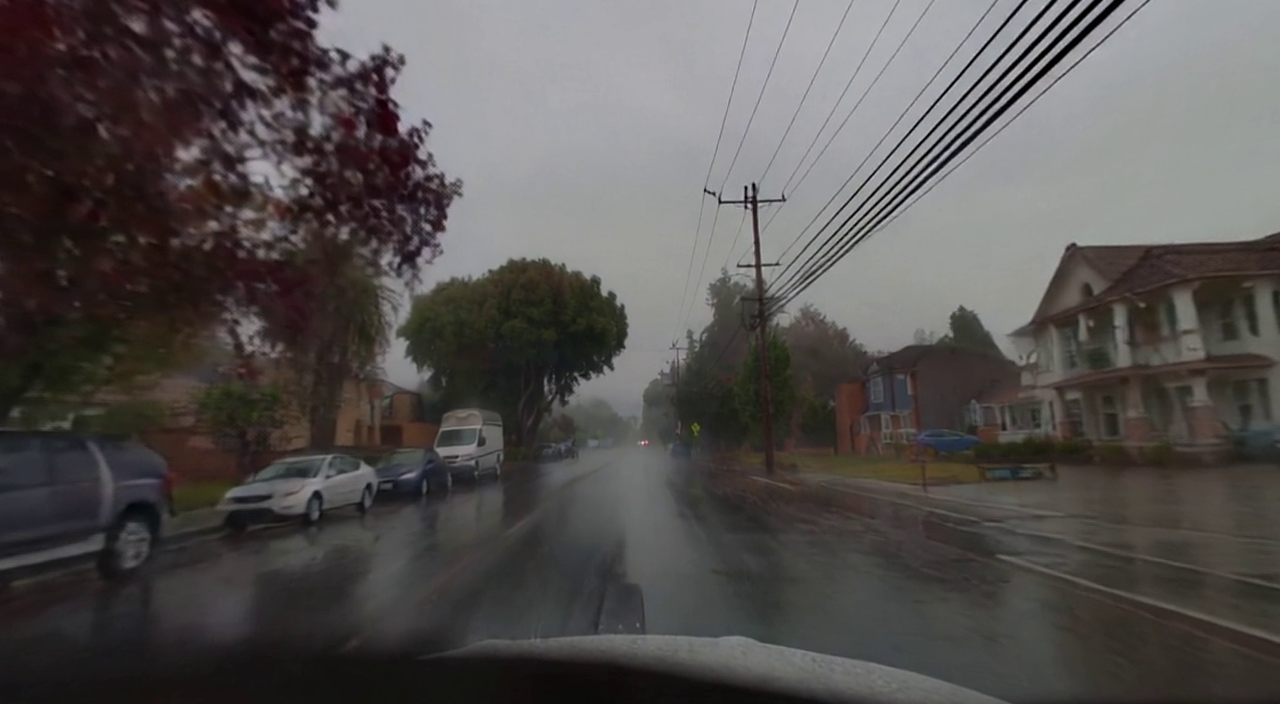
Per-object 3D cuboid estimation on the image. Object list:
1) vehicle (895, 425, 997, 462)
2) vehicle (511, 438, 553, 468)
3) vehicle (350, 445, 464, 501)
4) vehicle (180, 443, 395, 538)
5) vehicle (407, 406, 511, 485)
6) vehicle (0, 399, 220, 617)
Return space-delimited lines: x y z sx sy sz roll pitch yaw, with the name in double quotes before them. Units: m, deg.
"vehicle" 15.929 4.827 33.035 4.275 1.645 1.874 -3 -10 1
"vehicle" -6.890 6.466 40.713 1.963 1.820 4.297 0 -8 -1
"vehicle" -6.763 3.541 18.841 1.846 1.427 4.260 -1 -9 -1
"vehicle" -6.527 2.571 12.374 1.858 1.476 4.262 -1 -9 -2
"vehicle" -6.905 3.738 24.997 2.439 2.724 5.647 0 -9 0
"vehicle" -6.429 1.433 5.849 1.941 1.832 4.666 -2 -9 -1
